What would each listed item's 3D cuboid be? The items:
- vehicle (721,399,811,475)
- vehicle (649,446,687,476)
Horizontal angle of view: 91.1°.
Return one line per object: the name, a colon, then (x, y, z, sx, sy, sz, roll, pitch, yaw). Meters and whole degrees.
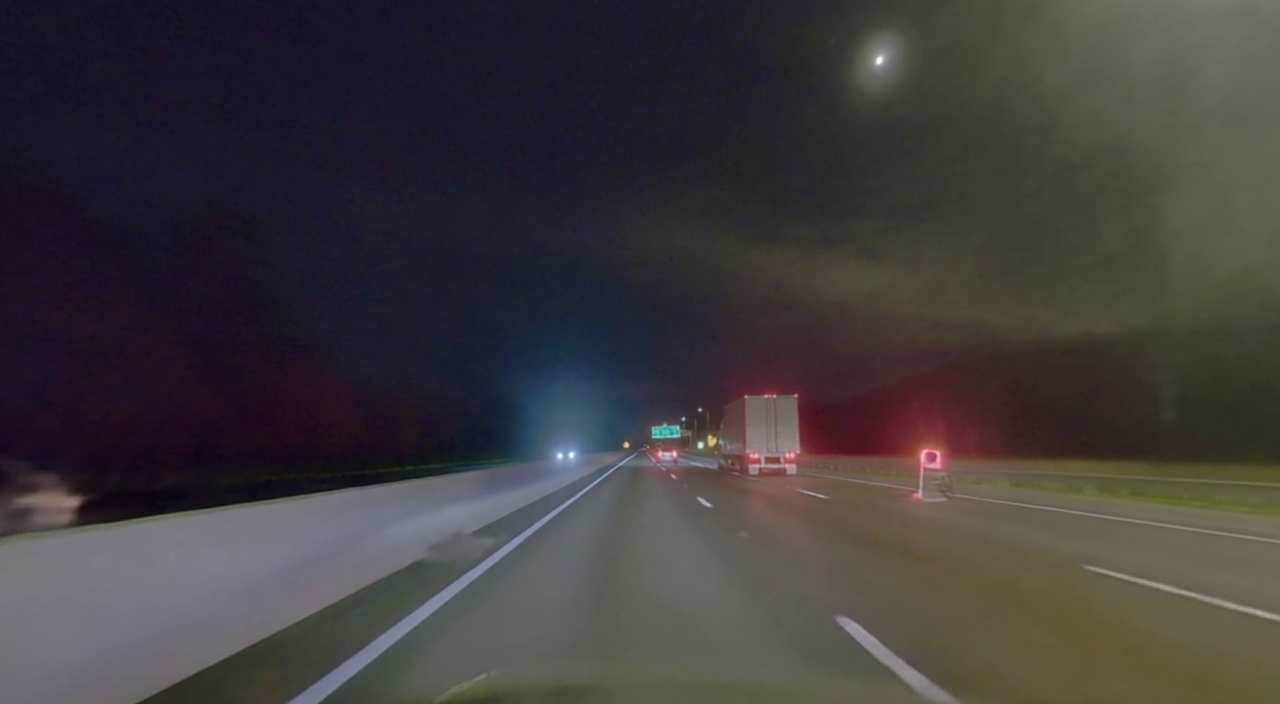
vehicle: (7.616, 5.622, 40.582, 2.907, 4.042, 13.858, 0, -9, 0)
vehicle: (1.550, 6.209, 35.987, 2.024, 1.579, 3.707, 0, -9, 0)
